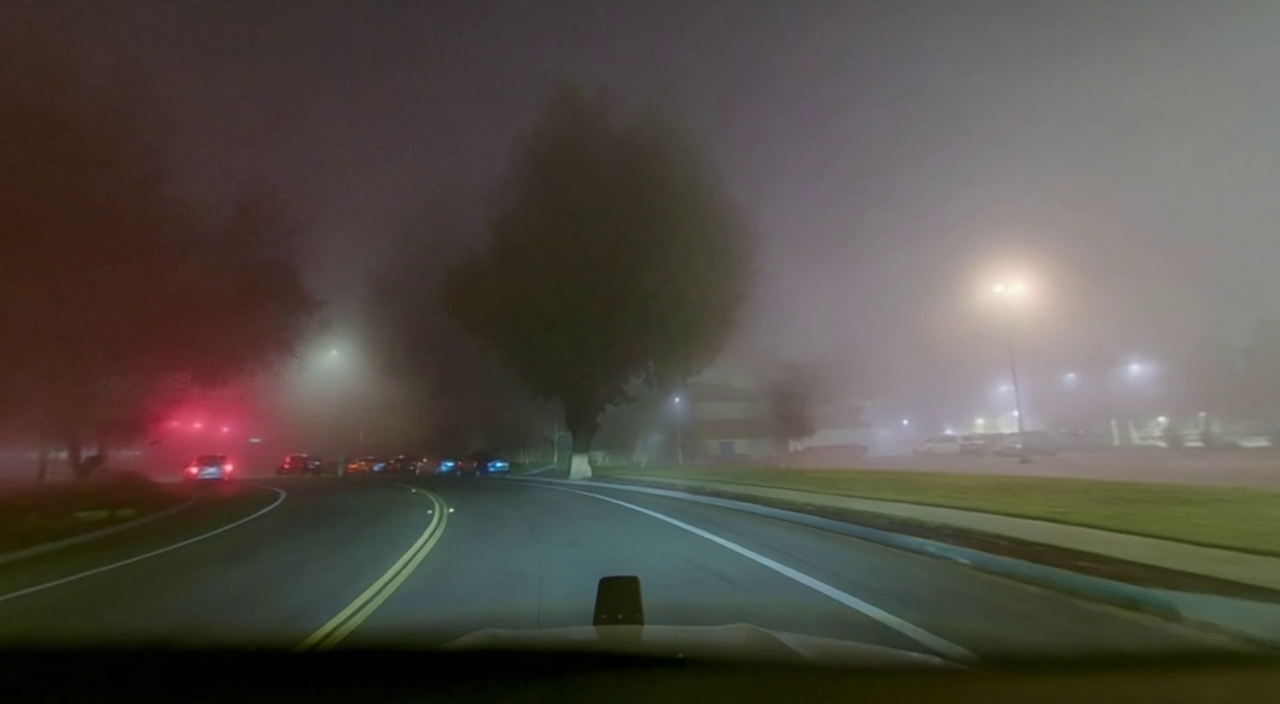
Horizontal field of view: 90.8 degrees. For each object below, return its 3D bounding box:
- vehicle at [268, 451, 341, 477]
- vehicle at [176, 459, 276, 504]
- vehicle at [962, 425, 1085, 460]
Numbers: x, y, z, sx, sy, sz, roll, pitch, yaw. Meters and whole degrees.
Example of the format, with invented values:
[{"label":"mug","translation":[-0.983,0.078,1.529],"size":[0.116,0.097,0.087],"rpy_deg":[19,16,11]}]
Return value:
[{"label":"vehicle","translation":[-25.670,8.510,48.309],"size":[5.202,1.817,2.042],"rpy_deg":[-4,-9,25]},{"label":"vehicle","translation":[-15.707,4.842,24.224],"size":[2.772,1.161,7.241],"rpy_deg":[1,-8,-32]},{"label":"vehicle","translation":[17.491,4.174,29.036],"size":[4.462,1.474,1.765],"rpy_deg":[-3,-9,18]}]
